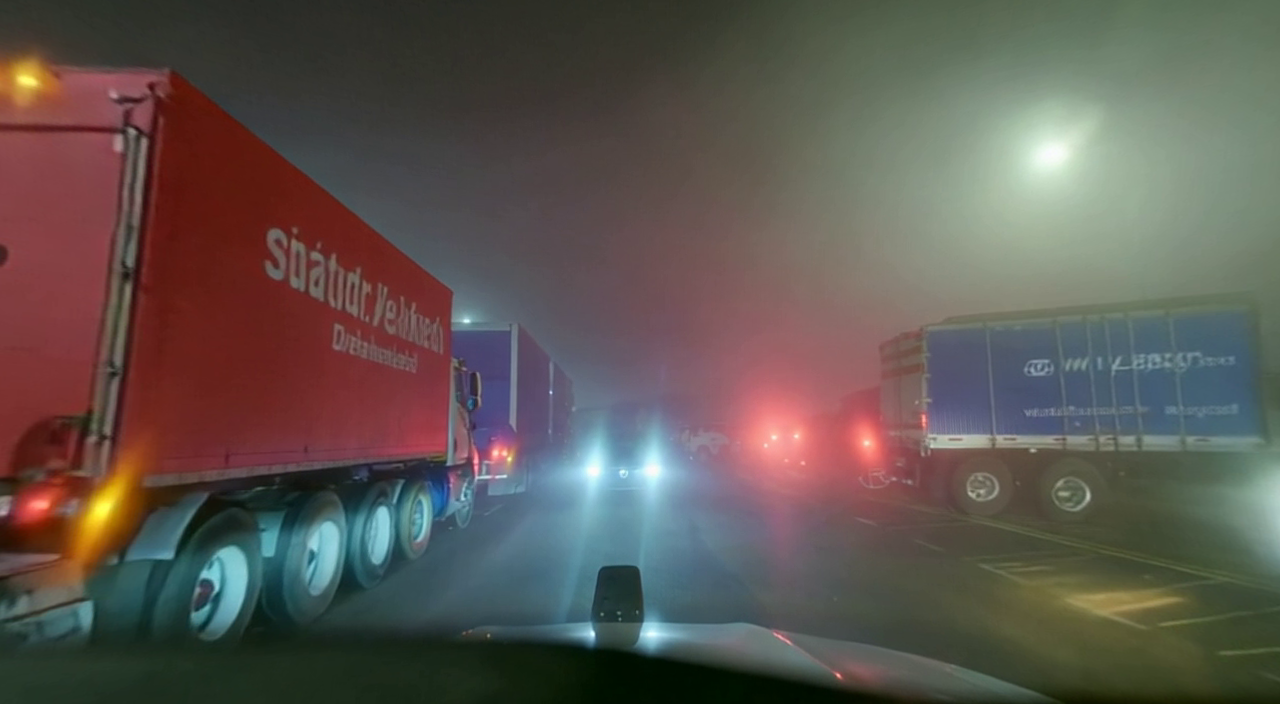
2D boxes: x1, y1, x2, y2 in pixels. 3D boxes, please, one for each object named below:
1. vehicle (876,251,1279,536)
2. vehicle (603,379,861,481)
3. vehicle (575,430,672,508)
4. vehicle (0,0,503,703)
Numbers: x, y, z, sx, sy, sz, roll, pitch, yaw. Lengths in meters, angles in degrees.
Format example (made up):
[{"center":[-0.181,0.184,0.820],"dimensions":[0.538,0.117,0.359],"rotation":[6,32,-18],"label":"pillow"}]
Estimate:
[{"center":[11.120,0.641,9.699],"dimensions":[13.564,4.152,3.110],"rotation":[-9,-12,42],"label":"vehicle"},{"center":[3.722,3.995,32.029],"dimensions":[2.877,4.124,14.516],"rotation":[3,-8,-40],"label":"vehicle"},{"center":[-0.392,2.895,15.850],"dimensions":[2.140,1.682,3.971],"rotation":[0,-9,-1],"label":"vehicle"},{"center":[-3.986,0.801,7.032],"dimensions":[2.986,3.391,9.523],"rotation":[0,-9,-2],"label":"vehicle"}]
